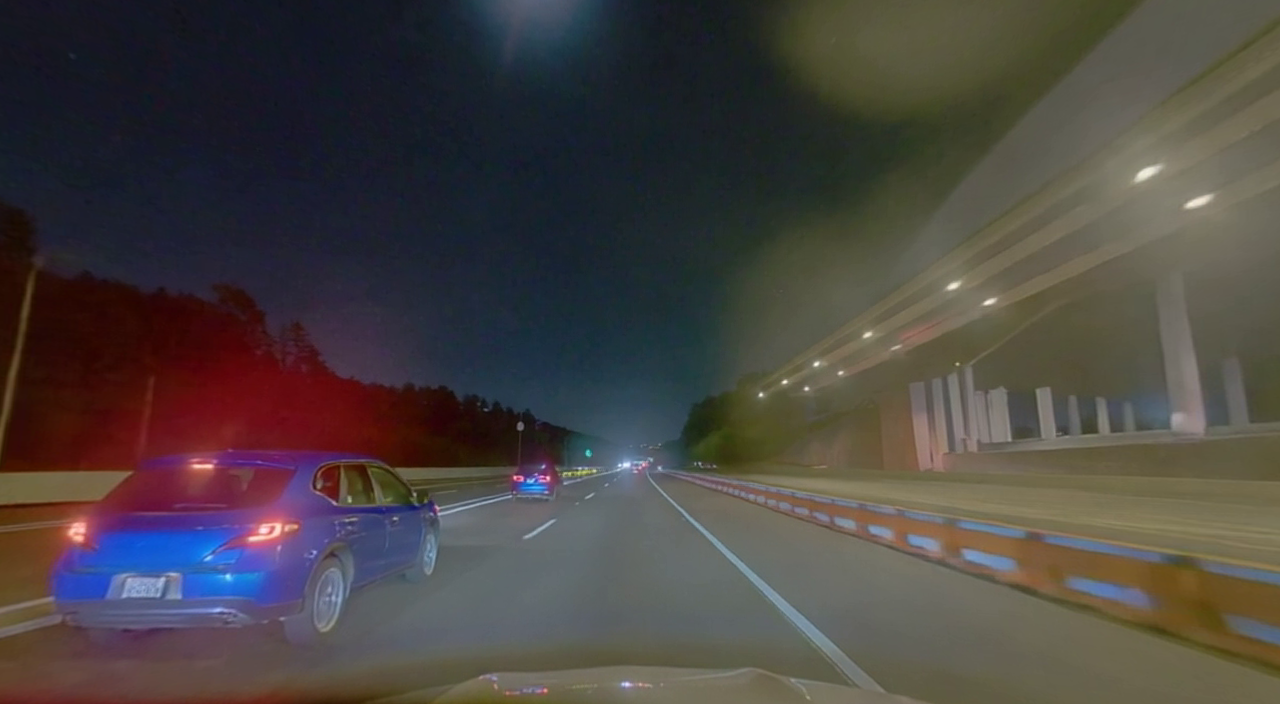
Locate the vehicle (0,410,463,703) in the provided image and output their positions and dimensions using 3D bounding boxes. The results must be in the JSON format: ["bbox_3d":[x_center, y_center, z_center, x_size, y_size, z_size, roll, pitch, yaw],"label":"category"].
[{"bbox_3d":[-3.228,1.452,5.110,2.023,1.507,5.082,1,-11,1],"label":"vehicle"}]

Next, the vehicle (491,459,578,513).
[{"bbox_3d":[-3.169,4.147,19.771,1.992,1.466,3.690,1,-11,1],"label":"vehicle"}]
